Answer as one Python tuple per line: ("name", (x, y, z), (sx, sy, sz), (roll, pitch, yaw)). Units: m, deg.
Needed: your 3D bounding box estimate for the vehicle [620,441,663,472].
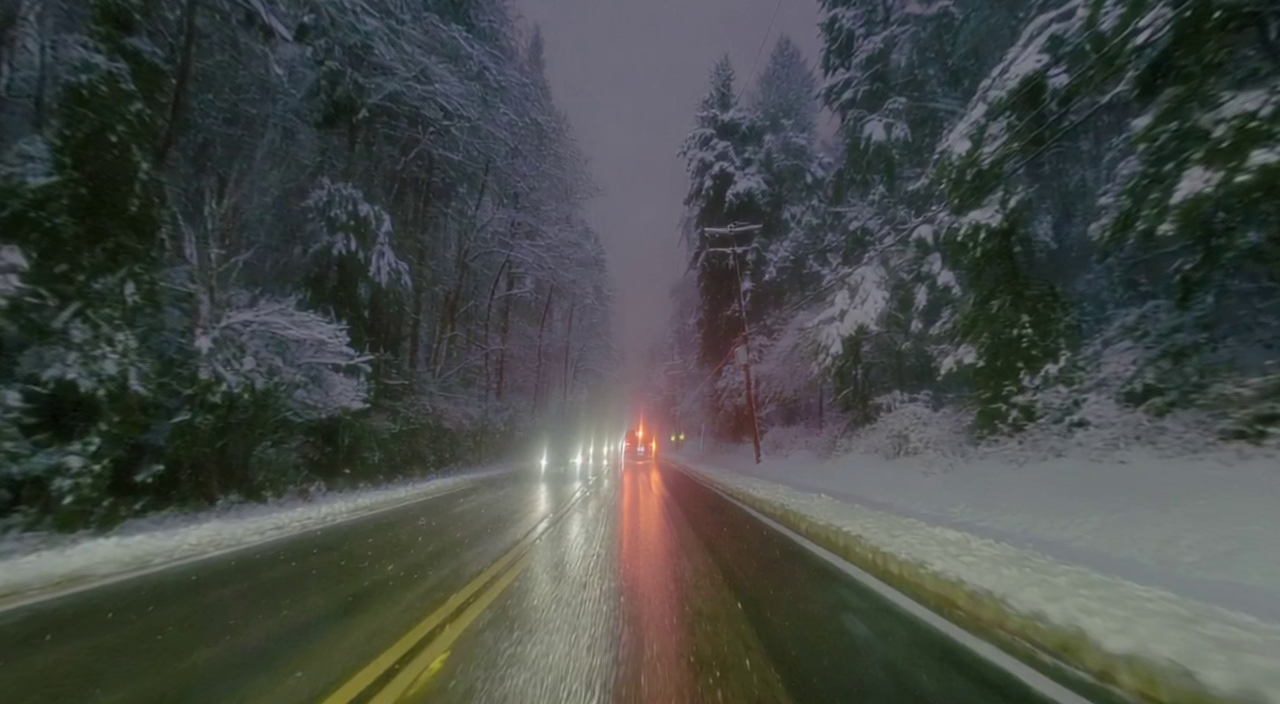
("vehicle", (0.008, 5.456, 33.104), (2.081, 1.503, 3.726), (0, -8, -2))
